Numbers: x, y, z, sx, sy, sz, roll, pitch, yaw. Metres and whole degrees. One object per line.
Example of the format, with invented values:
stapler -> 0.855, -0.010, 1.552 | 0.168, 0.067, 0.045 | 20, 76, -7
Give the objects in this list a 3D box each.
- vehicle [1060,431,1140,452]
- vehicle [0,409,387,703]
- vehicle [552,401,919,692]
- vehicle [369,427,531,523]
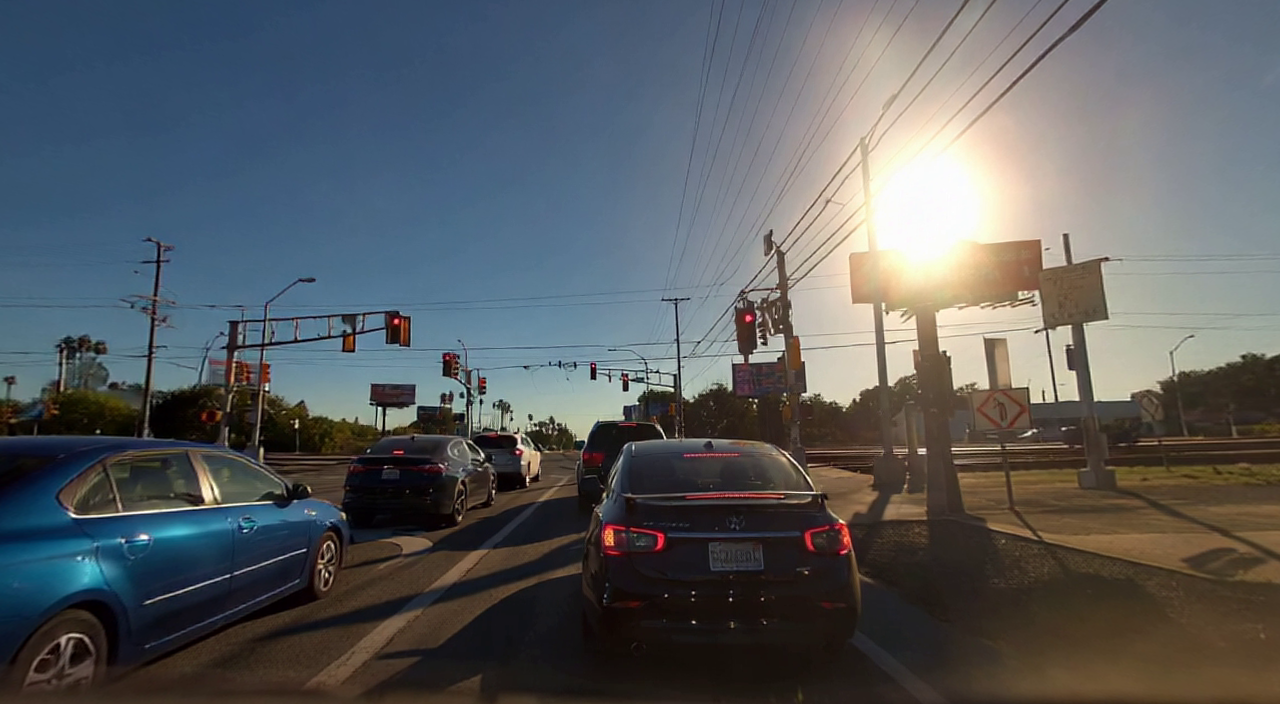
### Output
vehicle -> 34.010, 6.627, 46.787 | 4.453, 1.476, 1.887 | 0, -9, 0
vehicle -> -3.711, 1.250, 4.458 | 1.956, 1.468, 4.585 | 0, -9, 0
vehicle -> 0.405, 1.338, 5.460 | 1.998, 1.529, 3.960 | 1, -9, -4
vehicle -> -3.360, 2.260, 12.085 | 1.984, 1.505, 3.982 | 0, -9, -2
